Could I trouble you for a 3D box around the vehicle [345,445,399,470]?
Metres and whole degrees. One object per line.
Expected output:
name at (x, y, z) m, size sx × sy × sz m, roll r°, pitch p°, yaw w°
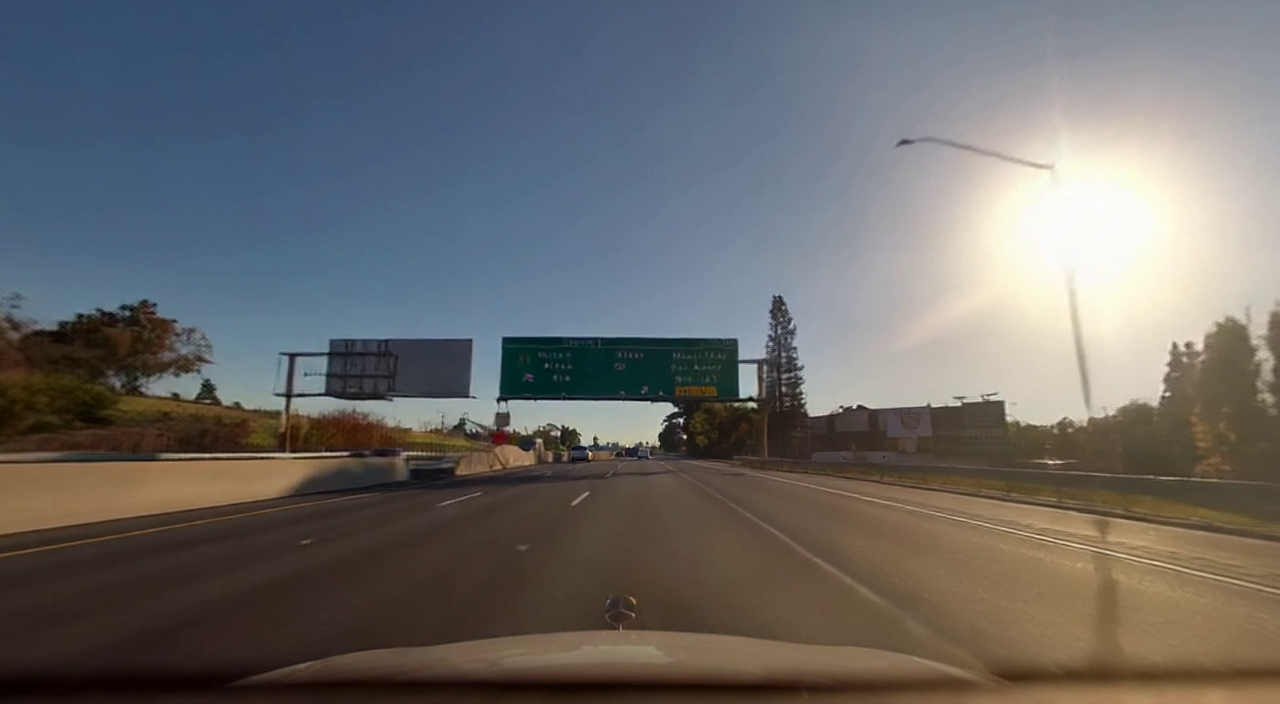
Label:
vehicle at (-16.295, 6.405, 38.446) m, size 1.623 × 1.467 × 3.634 m, roll -1°, pitch -9°, yaw 2°
